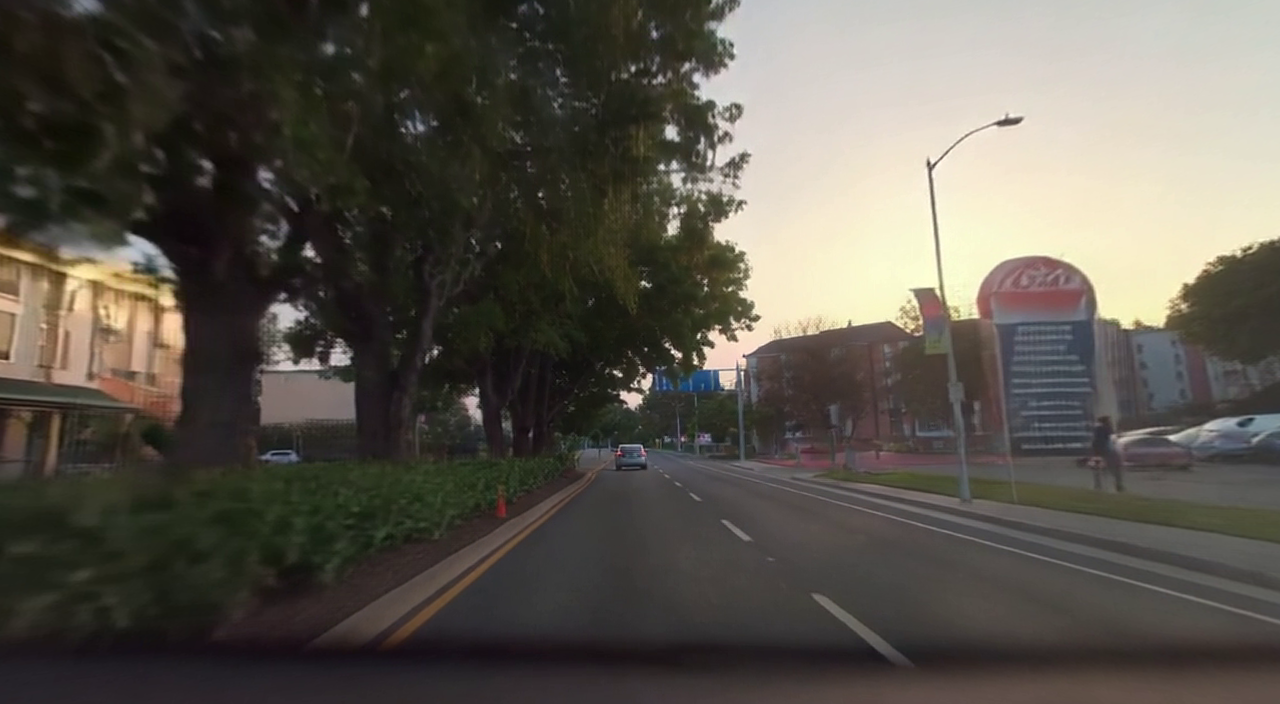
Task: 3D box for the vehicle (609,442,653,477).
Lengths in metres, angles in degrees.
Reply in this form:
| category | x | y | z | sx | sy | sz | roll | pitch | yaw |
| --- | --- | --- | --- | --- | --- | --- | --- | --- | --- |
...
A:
| category | x | y | z | sx | sy | sz | roll | pitch | yaw |
| --- | --- | --- | --- | --- | --- | --- | --- | --- | --- |
| vehicle | -0.438 | 5.833 | 34.282 | 2.235 | 1.719 | 4.292 | 2 | -9 | 1 |
